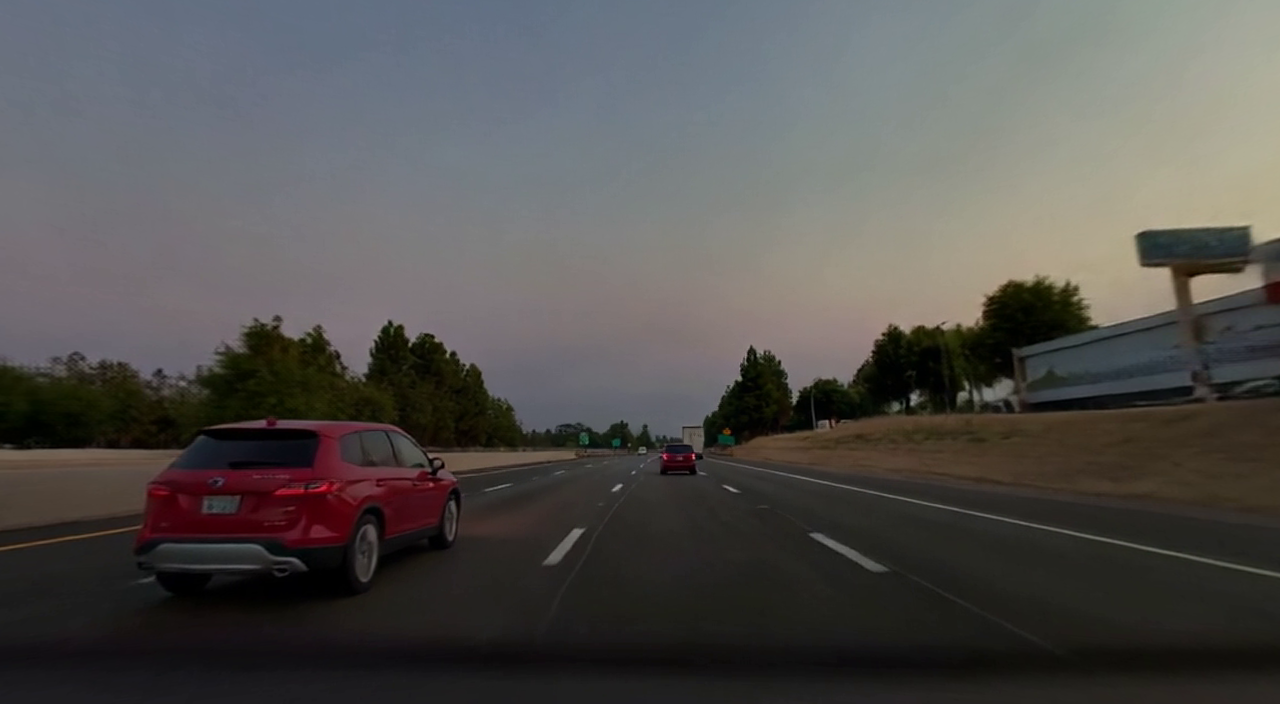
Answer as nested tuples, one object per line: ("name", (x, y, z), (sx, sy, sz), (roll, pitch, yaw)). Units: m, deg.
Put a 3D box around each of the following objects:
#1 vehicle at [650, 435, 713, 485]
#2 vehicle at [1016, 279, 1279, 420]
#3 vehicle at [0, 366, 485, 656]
("vehicle", (1.461, 4.052, 23.903), (2.087, 1.682, 4.388), (0, -9, 0))
("vehicle", (24.946, 0.742, 31.006), (3.528, 4.387, 16.822), (-1, -9, 4))
("vehicle", (-3.258, 1.343, 6.314), (2.139, 1.804, 4.611), (0, -9, 1))
